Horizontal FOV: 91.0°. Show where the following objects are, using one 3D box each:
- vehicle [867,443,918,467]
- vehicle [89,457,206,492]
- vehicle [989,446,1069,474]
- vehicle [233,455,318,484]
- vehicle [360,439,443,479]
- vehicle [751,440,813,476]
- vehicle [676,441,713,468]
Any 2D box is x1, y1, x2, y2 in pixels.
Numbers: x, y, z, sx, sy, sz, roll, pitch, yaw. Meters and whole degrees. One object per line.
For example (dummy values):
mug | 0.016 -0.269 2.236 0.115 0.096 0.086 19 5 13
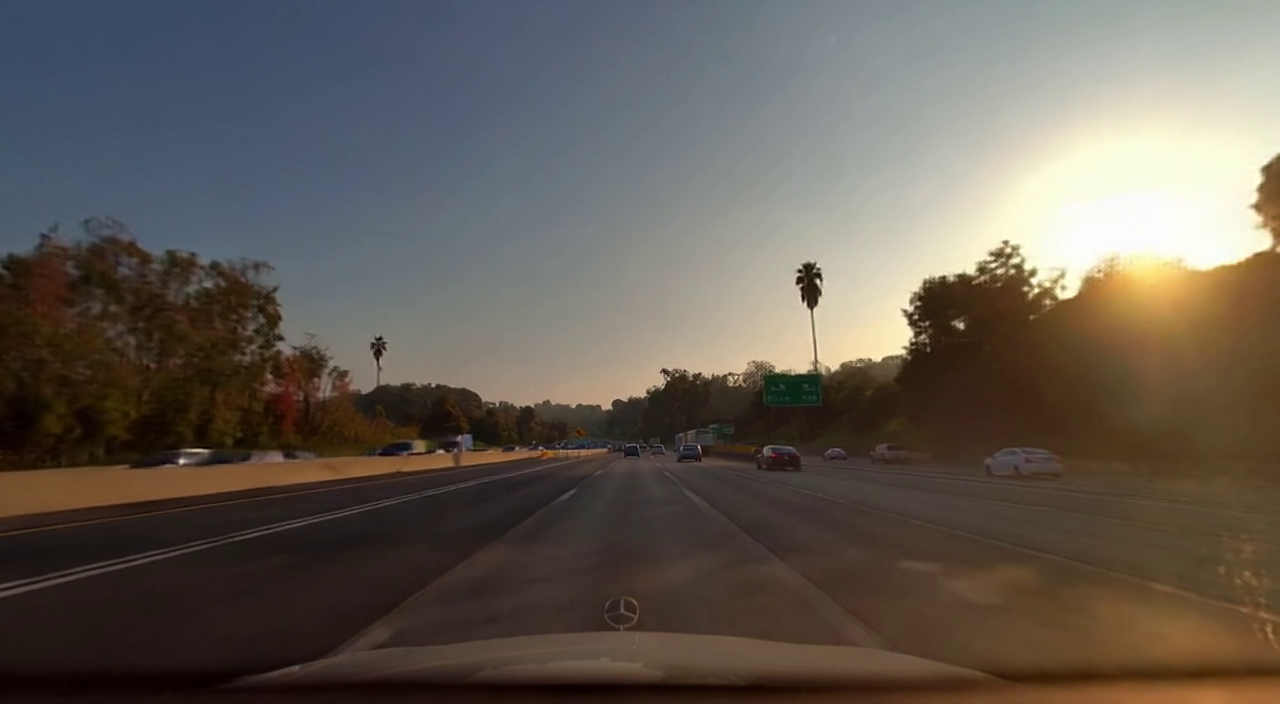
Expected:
vehicle | 18.207 7.456 45.625 1.887 1.642 4.592 0 -8 2
vehicle | -23.703 5.888 30.559 1.852 1.487 4.696 0 -8 0
vehicle | 21.918 6.084 35.704 1.774 1.457 4.653 0 -8 3
vehicle | -19.635 6.322 34.157 1.824 1.412 4.642 0 -8 0
vehicle | -12.305 5.547 32.984 2.197 1.943 5.421 0 -8 0
vehicle | 6.830 5.140 30.717 1.902 1.623 4.360 0 -8 -1
vehicle | 3.573 6.800 42.078 2.035 1.704 3.867 0 -8 -1
